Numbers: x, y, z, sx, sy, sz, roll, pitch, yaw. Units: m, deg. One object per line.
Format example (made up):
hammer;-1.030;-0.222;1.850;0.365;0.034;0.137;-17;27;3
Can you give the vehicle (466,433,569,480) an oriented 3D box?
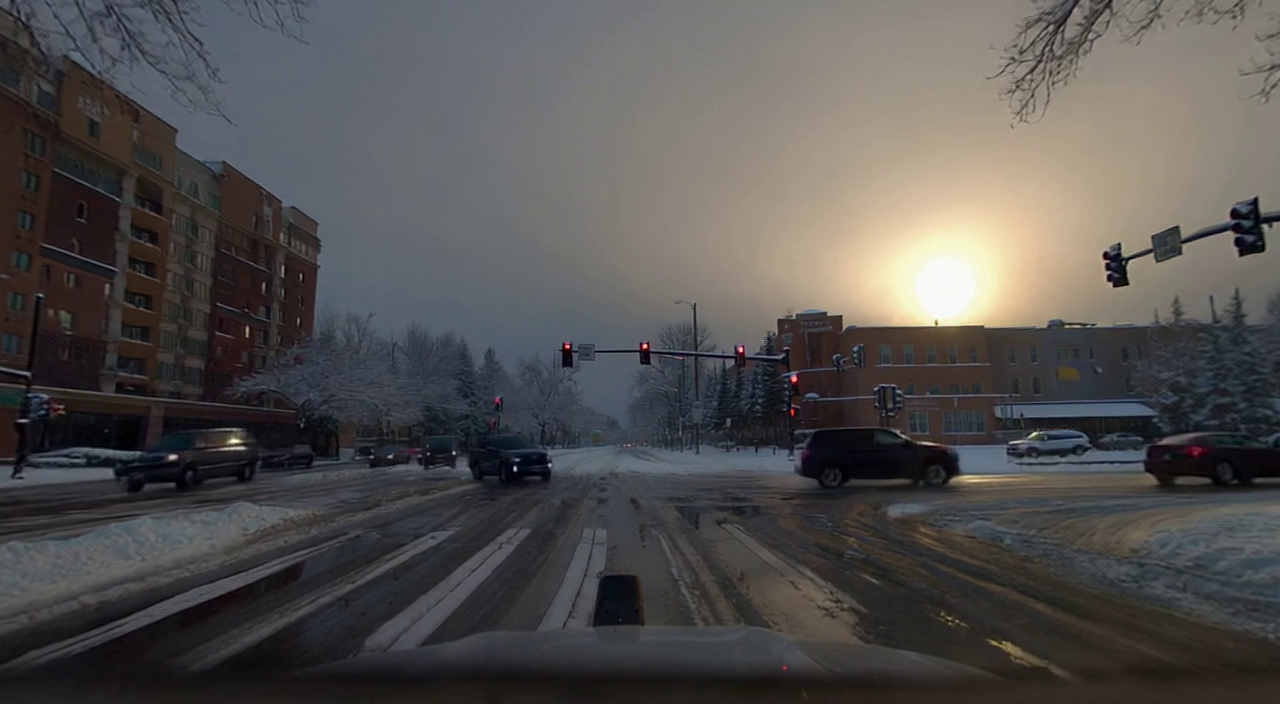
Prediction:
vehicle;-4.890;4.104;24.985;1.982;1.678;4.180;8;-12;-44

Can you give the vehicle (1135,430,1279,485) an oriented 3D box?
vehicle;17.320;2.995;18.093;4.532;1.467;2.135;0;-9;-4

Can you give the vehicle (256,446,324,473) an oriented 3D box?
vehicle;-23.024;7.077;41.740;1.938;1.676;4.483;0;-9;0

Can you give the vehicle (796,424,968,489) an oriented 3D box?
vehicle;7.536;3.289;20.073;4.767;1.877;2.017;-3;-9;19

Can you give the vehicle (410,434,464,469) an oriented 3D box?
vehicle;-12.205;6.010;38.391;2.223;1.972;5.310;1;-8;-8

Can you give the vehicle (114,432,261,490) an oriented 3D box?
vehicle;-16.371;3.956;23.245;1.977;1.878;4.575;0;-9;0
